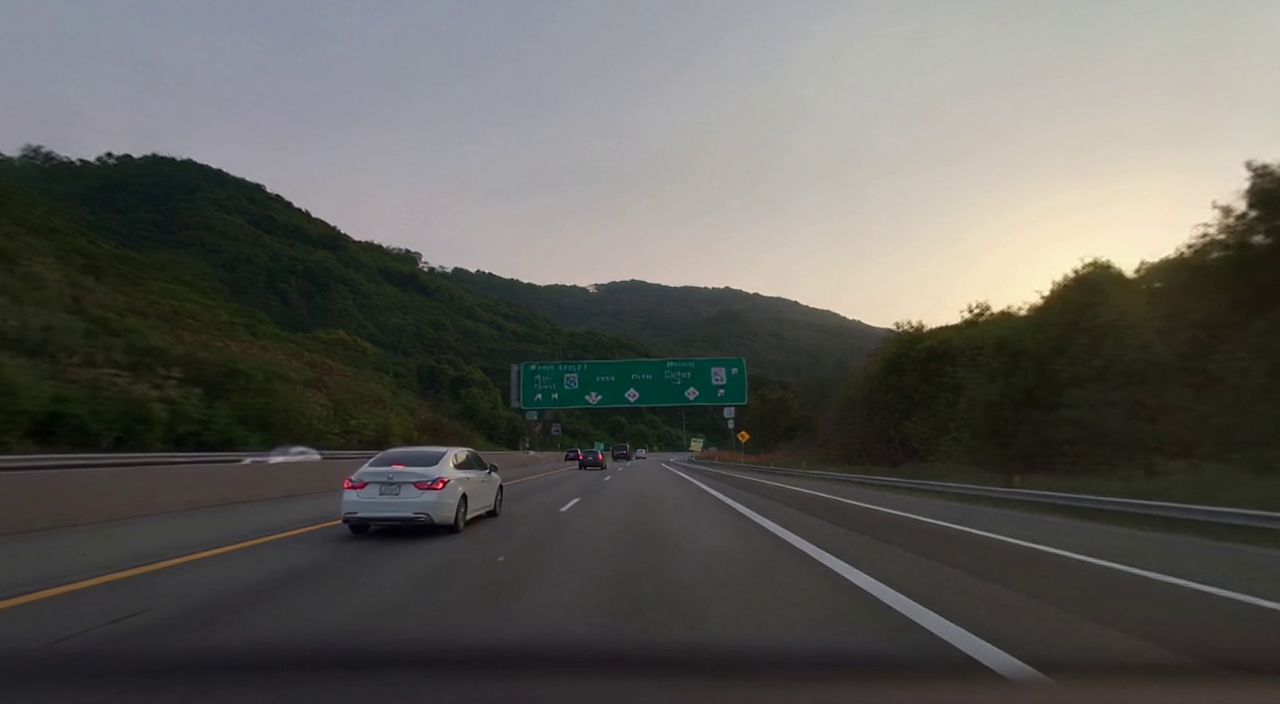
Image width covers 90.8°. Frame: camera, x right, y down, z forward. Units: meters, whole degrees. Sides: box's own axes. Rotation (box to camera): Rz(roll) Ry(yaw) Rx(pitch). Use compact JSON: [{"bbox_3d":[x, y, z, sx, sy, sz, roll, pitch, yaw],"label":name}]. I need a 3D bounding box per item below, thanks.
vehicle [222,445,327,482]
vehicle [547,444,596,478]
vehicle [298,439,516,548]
[{"bbox_3d":[-15.926,4.869,27.804,1.930,1.482,4.513,0,-9,0],"label":"vehicle"},{"bbox_3d":[-3.588,5.830,33.874,2.073,1.694,4.162,0,-9,1],"label":"vehicle"},{"bbox_3d":[-3.580,2.263,10.791,1.988,1.440,4.504,0,-9,0],"label":"vehicle"}]
